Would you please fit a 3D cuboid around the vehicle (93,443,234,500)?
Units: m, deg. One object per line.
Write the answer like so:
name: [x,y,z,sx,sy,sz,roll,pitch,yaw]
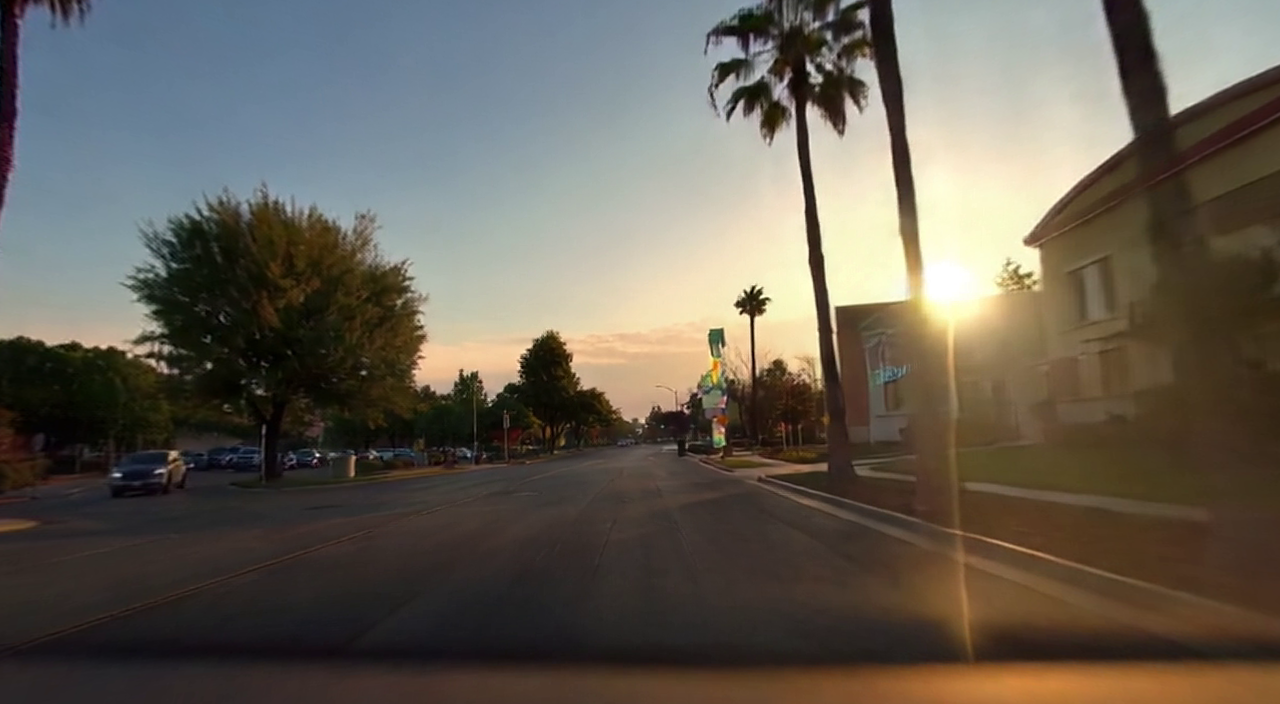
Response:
vehicle: [-17.602,4.338,23.318,4.651,1.863,2.174,-5,-10,27]
